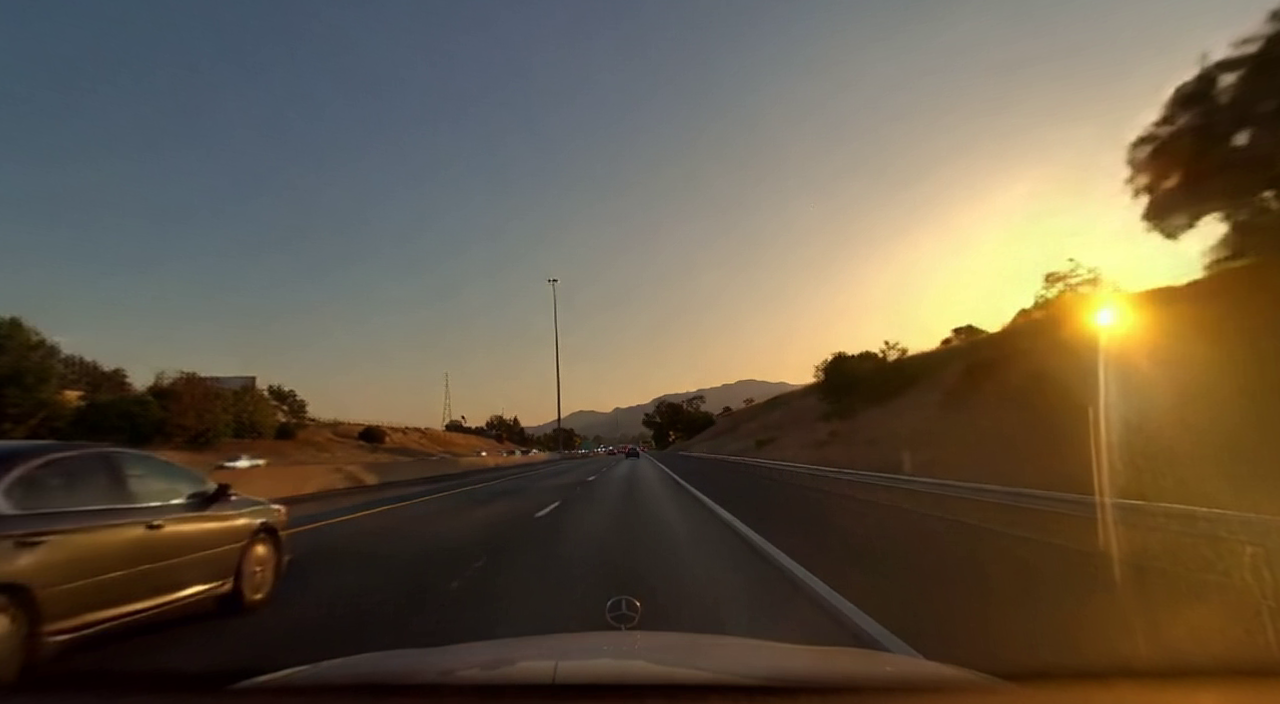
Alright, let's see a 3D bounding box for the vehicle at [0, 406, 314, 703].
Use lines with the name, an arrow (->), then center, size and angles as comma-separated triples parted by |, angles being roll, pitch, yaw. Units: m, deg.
vehicle -> -3.965, 1.098, 3.243 | 2.118, 1.562, 4.541 | 0, -9, 0
